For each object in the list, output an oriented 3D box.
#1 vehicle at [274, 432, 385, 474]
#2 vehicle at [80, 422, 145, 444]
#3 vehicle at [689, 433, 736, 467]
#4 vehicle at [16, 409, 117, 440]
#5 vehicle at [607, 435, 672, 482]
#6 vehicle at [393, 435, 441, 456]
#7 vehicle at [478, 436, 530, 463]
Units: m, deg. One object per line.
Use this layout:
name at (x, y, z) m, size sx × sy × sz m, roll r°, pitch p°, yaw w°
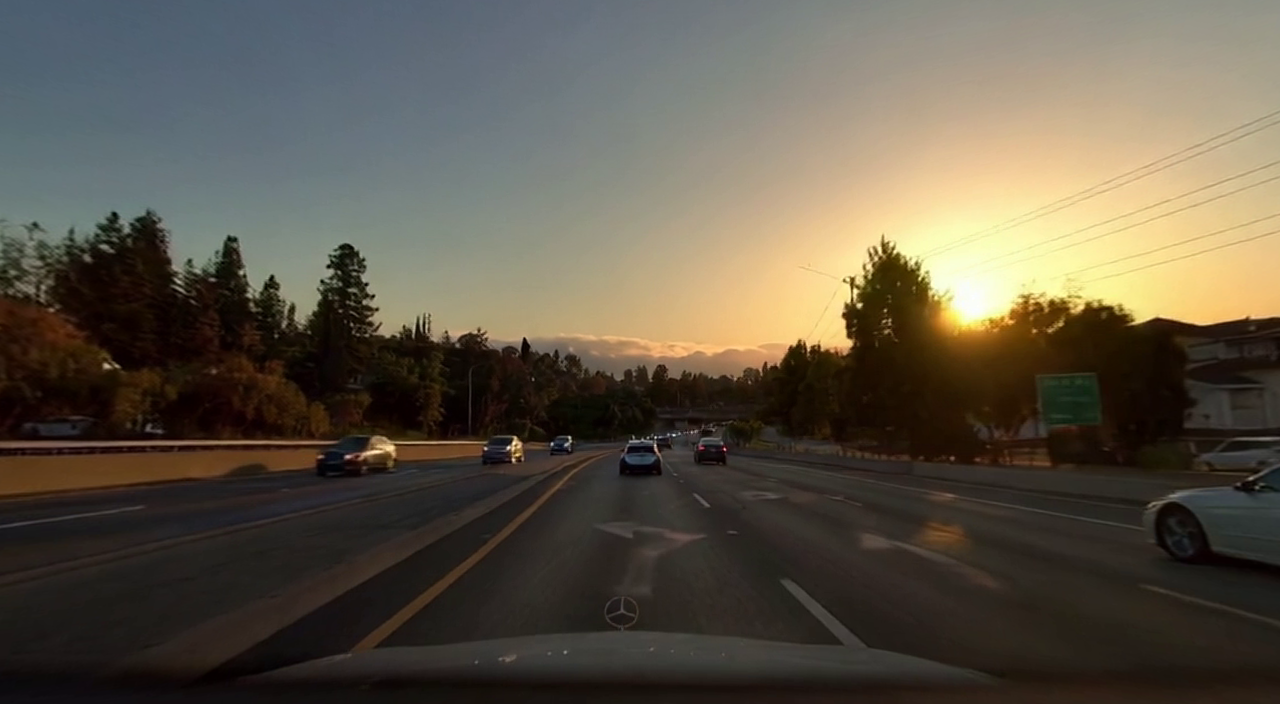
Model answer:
vehicle at (-12.256, 4.016, 25.336) m, size 2.042 × 1.502 × 4.626 m, roll 0°, pitch -8°, yaw 1°
vehicle at (-36.635, 5.663, 43.984) m, size 1.505 × 1.371 × 3.387 m, roll 4°, pitch -8°, yaw 0°
vehicle at (4.252, 5.817, 37.576) m, size 2.186 × 1.842 × 4.553 m, roll 0°, pitch -8°, yaw -1°
vehicle at (-39.627, 5.081, 43.872) m, size 2.041 × 1.944 × 5.239 m, roll 0°, pitch -8°, yaw 0°
vehicle at (0.016, 3.618, 21.635) m, size 2.040 × 1.451 × 3.736 m, roll 0°, pitch -8°, yaw 1°
vehicle at (-17.210, 7.255, 49.048) m, size 1.867 × 1.503 × 4.933 m, roll 0°, pitch -8°, yaw 0°
vehicle at (-7.801, 5.651, 36.642) m, size 1.893 × 1.477 × 4.648 m, roll 0°, pitch -8°, yaw 1°
